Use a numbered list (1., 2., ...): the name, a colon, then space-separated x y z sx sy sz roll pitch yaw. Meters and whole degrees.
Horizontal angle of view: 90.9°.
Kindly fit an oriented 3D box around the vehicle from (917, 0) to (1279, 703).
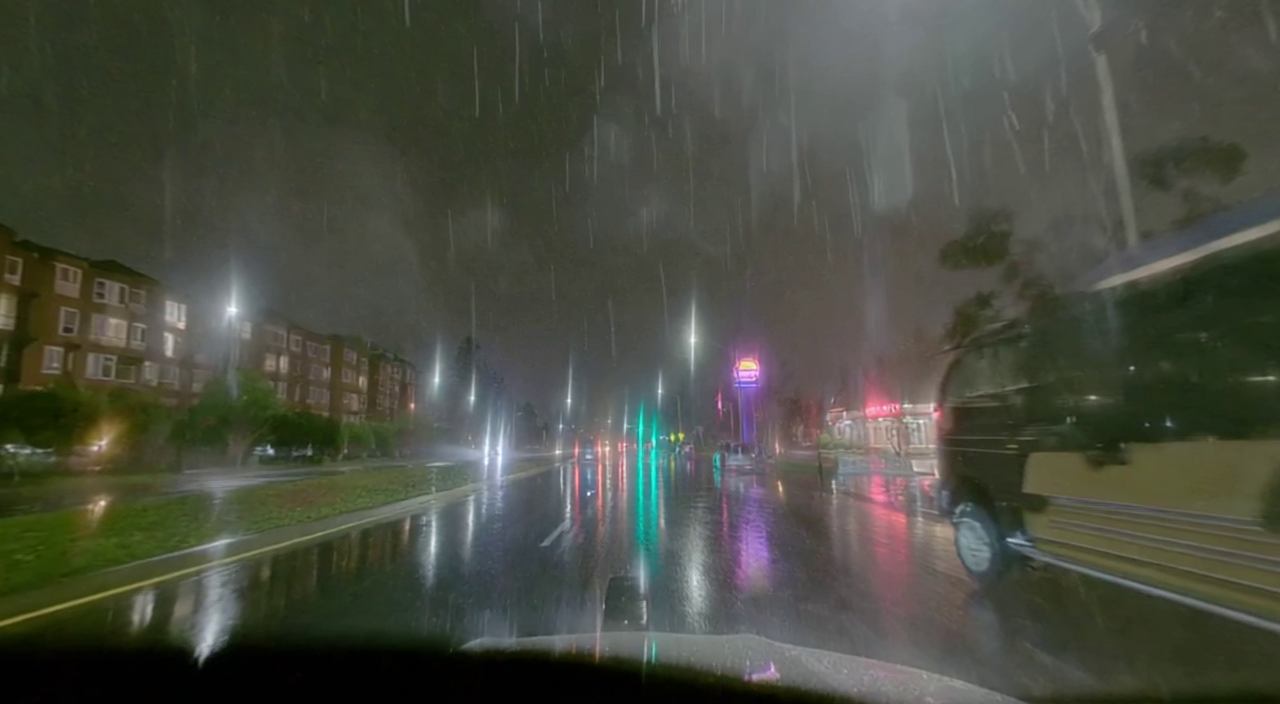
1. vehicle: 4.210 -0.379 1.714 3.038 4.027 8.712 0 -8 1

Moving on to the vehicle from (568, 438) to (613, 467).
1. vehicle: -2.728 5.669 35.687 2.176 1.543 4.335 0 -8 1

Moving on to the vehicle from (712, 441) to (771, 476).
1. vehicle: 4.651 4.937 29.580 2.025 1.500 4.465 0 -8 0
